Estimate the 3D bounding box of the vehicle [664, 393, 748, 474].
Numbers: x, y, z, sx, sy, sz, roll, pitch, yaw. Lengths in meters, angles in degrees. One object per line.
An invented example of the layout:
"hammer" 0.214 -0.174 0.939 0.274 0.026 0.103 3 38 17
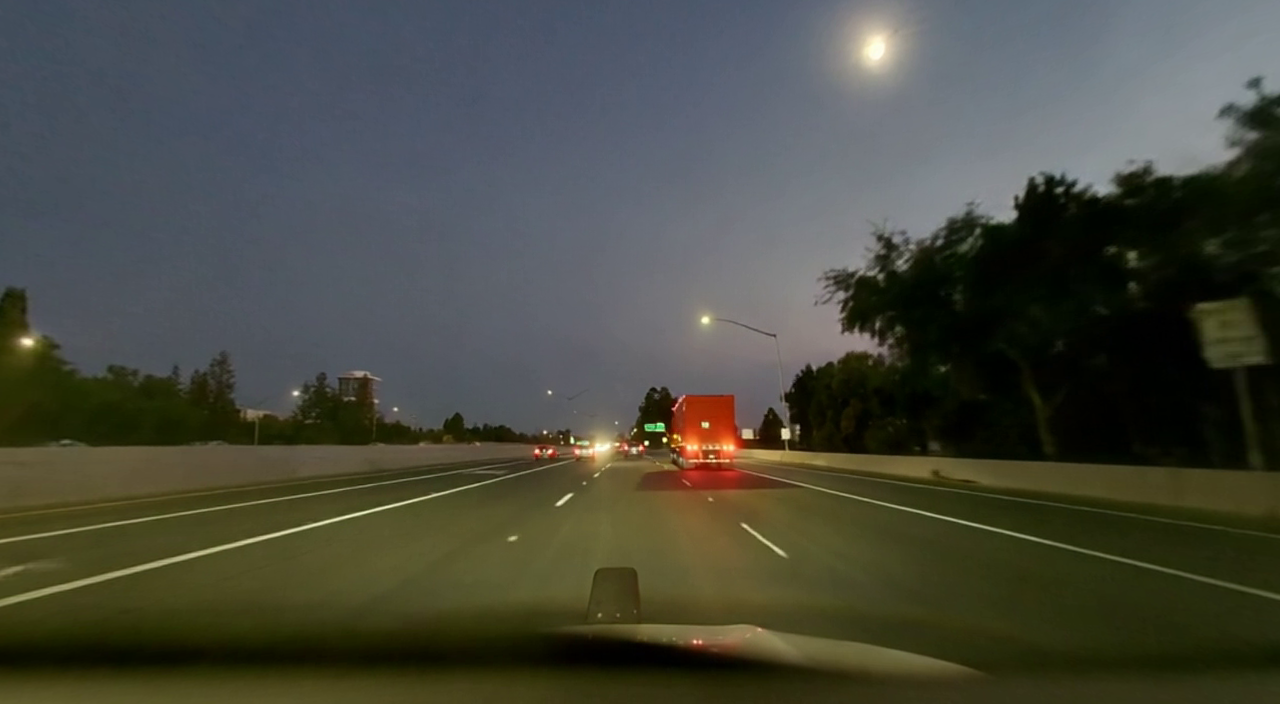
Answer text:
"vehicle" 3.147 4.464 33.754 2.966 3.586 10.563 0 -9 -2
